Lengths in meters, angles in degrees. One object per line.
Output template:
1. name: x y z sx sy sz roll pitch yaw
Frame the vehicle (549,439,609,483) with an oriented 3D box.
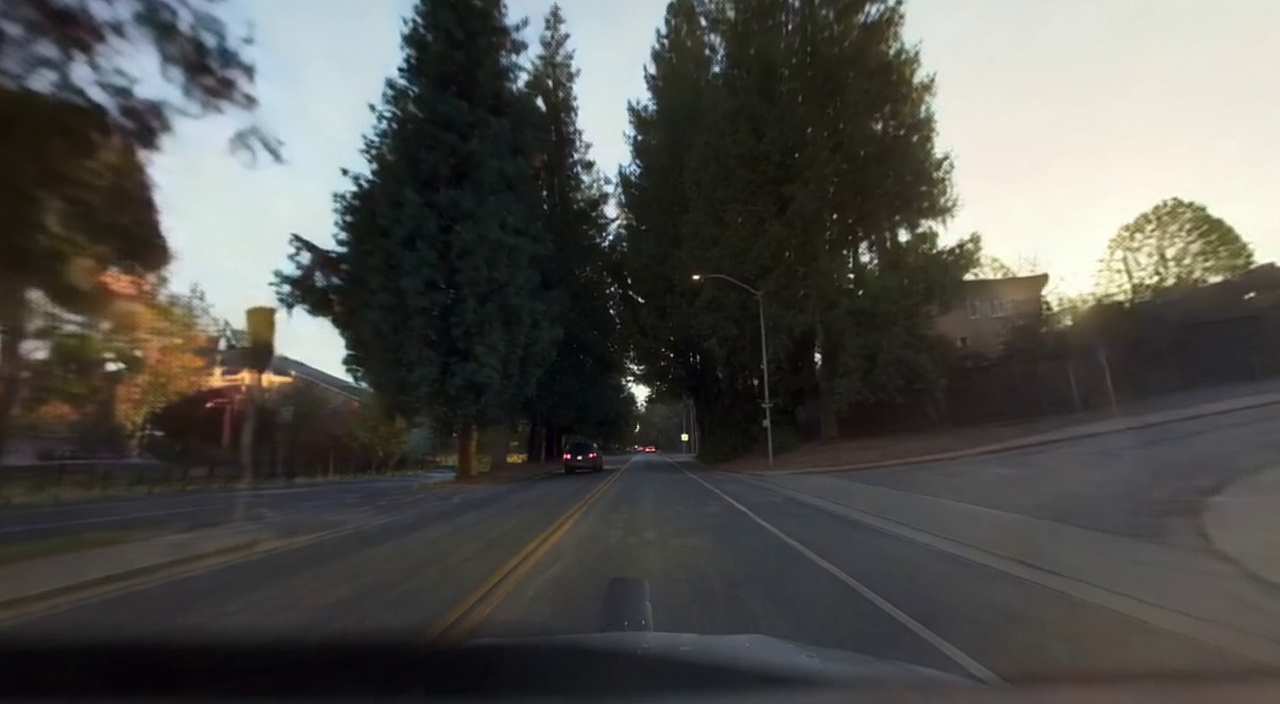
1. vehicle: -2.498 4.607 26.859 2.016 1.694 4.335 0 -8 1
